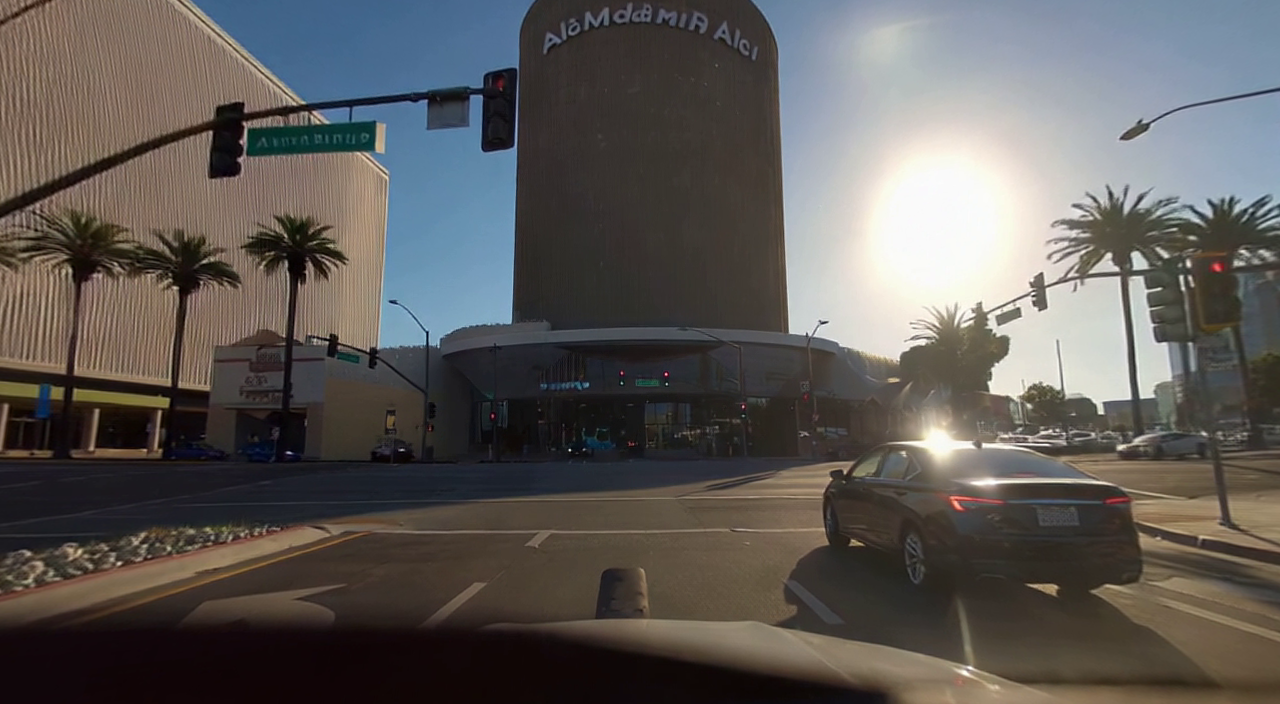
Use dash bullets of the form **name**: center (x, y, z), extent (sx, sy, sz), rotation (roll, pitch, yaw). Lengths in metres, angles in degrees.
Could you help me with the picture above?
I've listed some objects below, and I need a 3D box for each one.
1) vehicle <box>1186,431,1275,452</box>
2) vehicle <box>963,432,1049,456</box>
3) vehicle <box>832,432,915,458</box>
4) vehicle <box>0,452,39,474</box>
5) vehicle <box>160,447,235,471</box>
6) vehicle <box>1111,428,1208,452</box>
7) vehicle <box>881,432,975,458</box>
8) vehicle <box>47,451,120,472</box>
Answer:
- **vehicle**: center (42.261, 6.423, 45.154), extent (4.437, 1.469, 1.811), rotation (0, -8, 0)
- **vehicle**: center (23.682, 5.982, 40.894), extent (4.423, 1.465, 1.798), rotation (0, -8, 0)
- **vehicle**: center (15.171, 6.074, 41.124), extent (4.648, 1.665, 1.910), rotation (0, -8, -1)
- **vehicle**: center (-47.884, 8.292, 47.282), extent (3.786, 1.555, 1.702), rotation (0, -8, 2)
- **vehicle**: center (-33.053, 7.980, 47.108), extent (4.136, 1.661, 1.857), rotation (0, -8, 1)
- **vehicle**: center (33.289, 5.678, 40.467), extent (4.567, 1.458, 1.791), rotation (0, -8, 2)
- **vehicle**: center (17.055, 5.529, 37.403), extent (4.684, 1.461, 1.777), rotation (0, -8, -1)
- **vehicle**: center (-41.575, 8.182, 47.152), extent (3.698, 1.467, 1.779), rotation (0, -8, 0)
